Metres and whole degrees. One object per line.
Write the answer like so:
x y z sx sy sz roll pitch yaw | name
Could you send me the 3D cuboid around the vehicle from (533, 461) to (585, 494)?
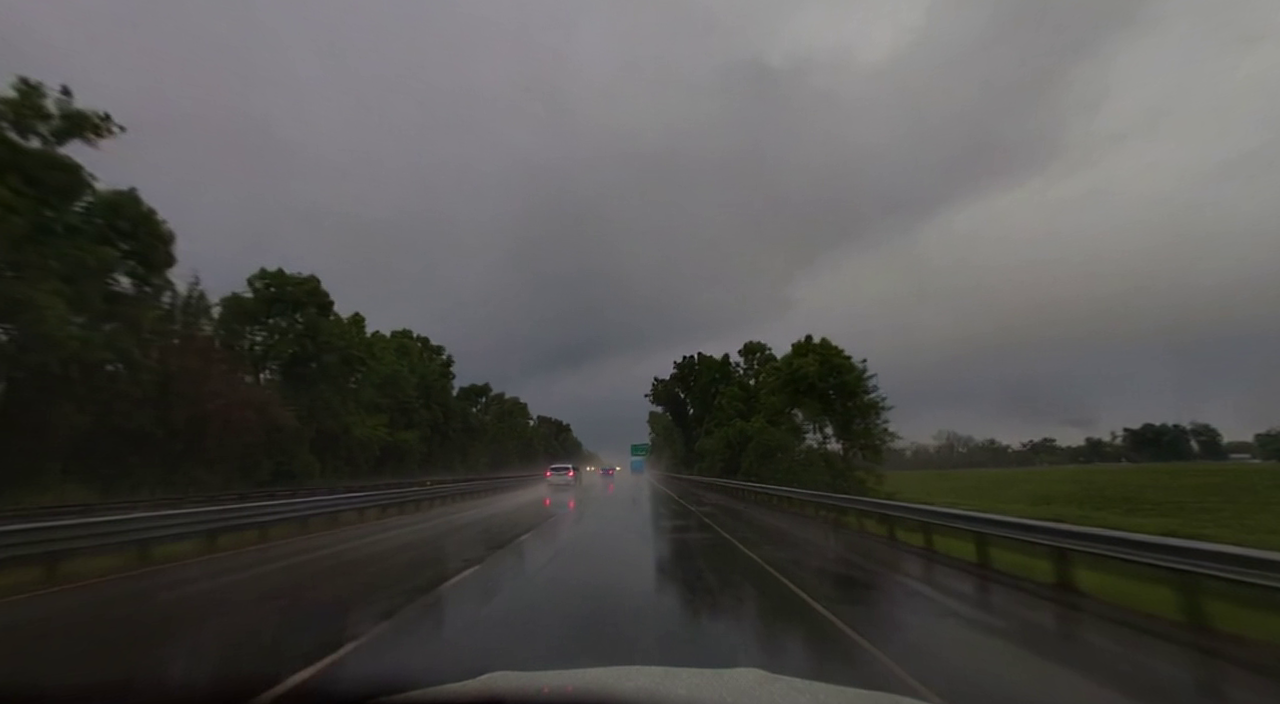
-4.126 6.524 32.829 2.040 1.525 4.603 1 -11 1 | vehicle
